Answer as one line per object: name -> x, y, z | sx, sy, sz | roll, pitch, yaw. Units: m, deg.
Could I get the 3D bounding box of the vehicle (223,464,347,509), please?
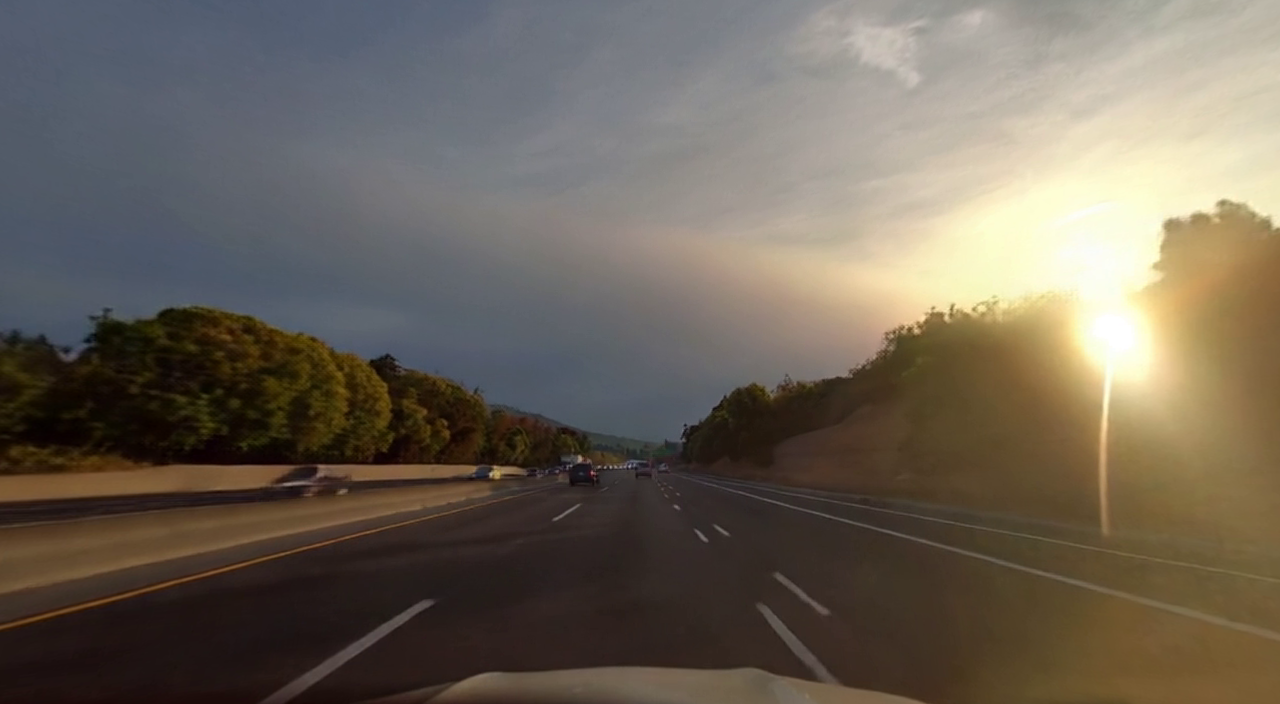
vehicle -> -12.880, 4.906, 23.215 | 1.929, 1.432, 4.378 | 1, -11, 1

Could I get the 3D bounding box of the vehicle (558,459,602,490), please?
vehicle -> -3.687, 7.684, 39.618 | 2.233, 1.791, 4.981 | 1, -11, 1
